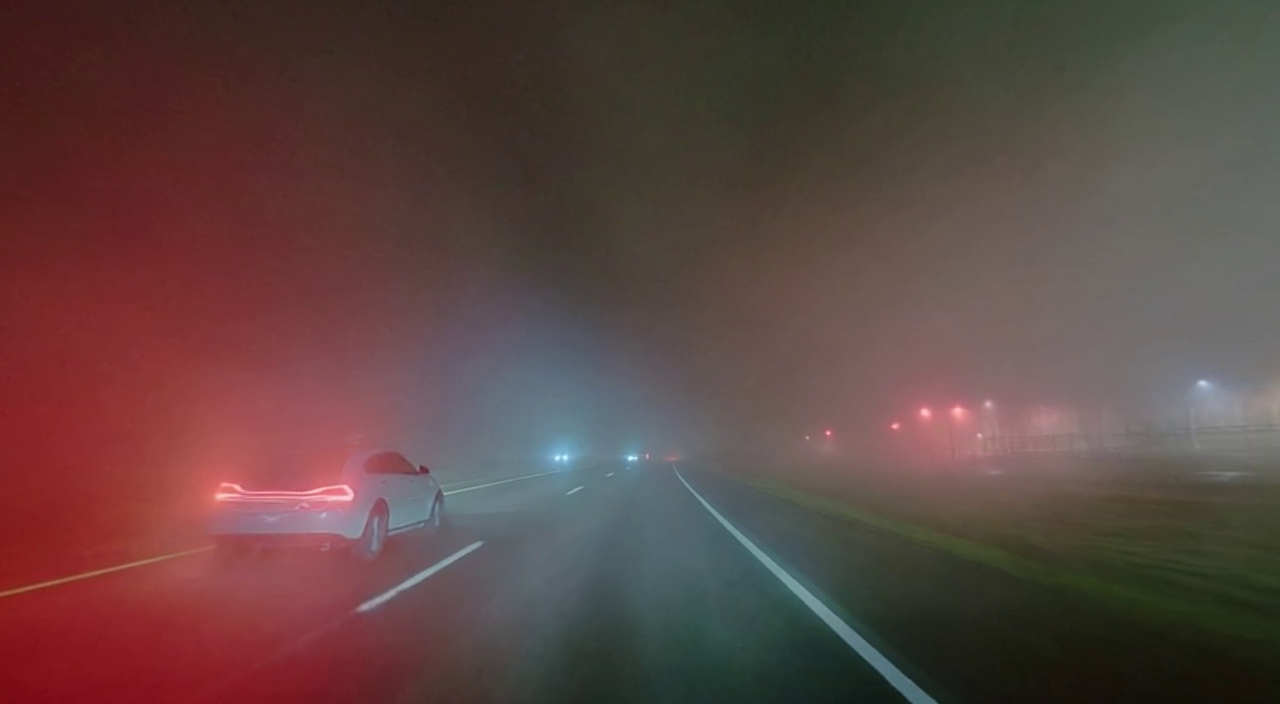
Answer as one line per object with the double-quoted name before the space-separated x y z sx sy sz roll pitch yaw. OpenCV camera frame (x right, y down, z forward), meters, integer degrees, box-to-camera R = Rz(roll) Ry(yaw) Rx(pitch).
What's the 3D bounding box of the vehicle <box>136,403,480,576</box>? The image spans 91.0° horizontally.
"vehicle" -4.048 1.786 8.942 2.193 1.771 4.757 0 -9 1
